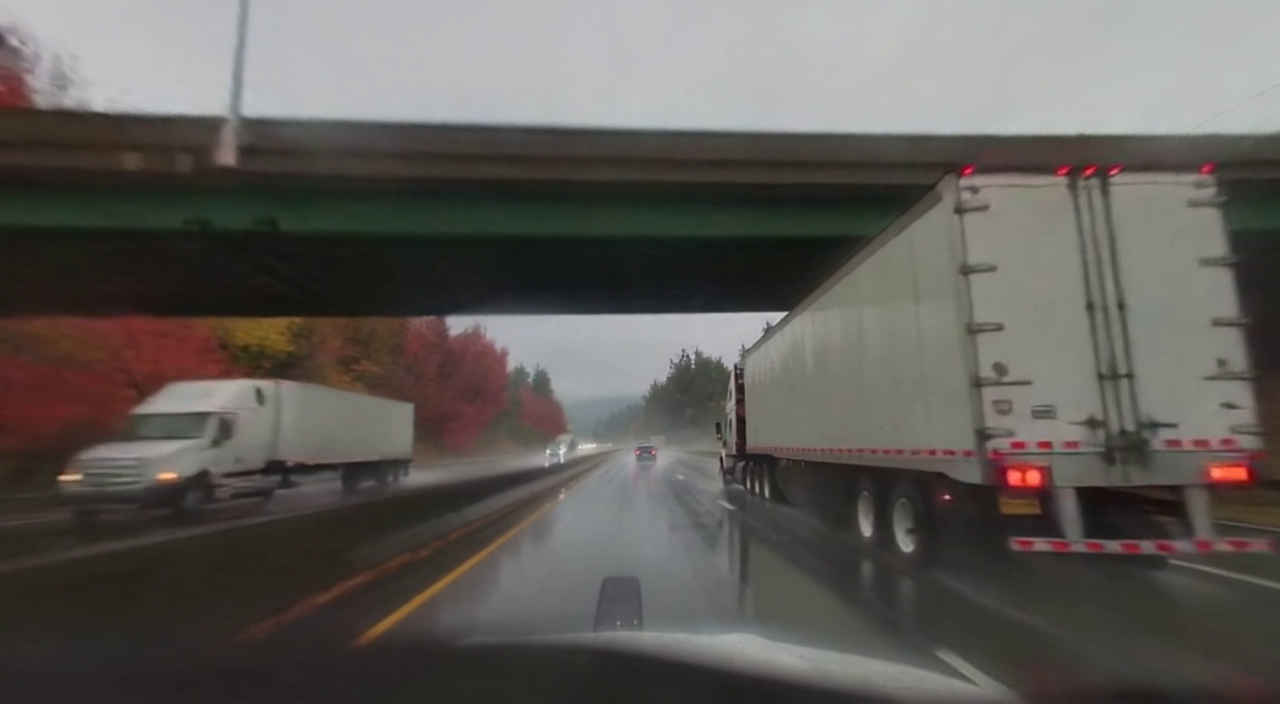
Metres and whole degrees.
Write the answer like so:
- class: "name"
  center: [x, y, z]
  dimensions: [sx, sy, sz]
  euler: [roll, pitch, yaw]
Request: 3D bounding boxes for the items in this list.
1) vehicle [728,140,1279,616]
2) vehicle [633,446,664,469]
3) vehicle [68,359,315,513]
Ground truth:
- class: "vehicle"
  center: [4.386, 1.212, 12.707]
  dimensions: [2.956, 4.281, 14.327]
  euler: [0, -9, -1]
- class: "vehicle"
  center: [0.526, 6.967, 41.447]
  dimensions: [1.961, 1.454, 3.755]
  euler: [0, -9, 0]
- class: "vehicle"
  center: [-13.630, 2.681, 19.923]
  dimensions: [3.170, 4.126, 5.938]
  euler: [0, -9, 0]
